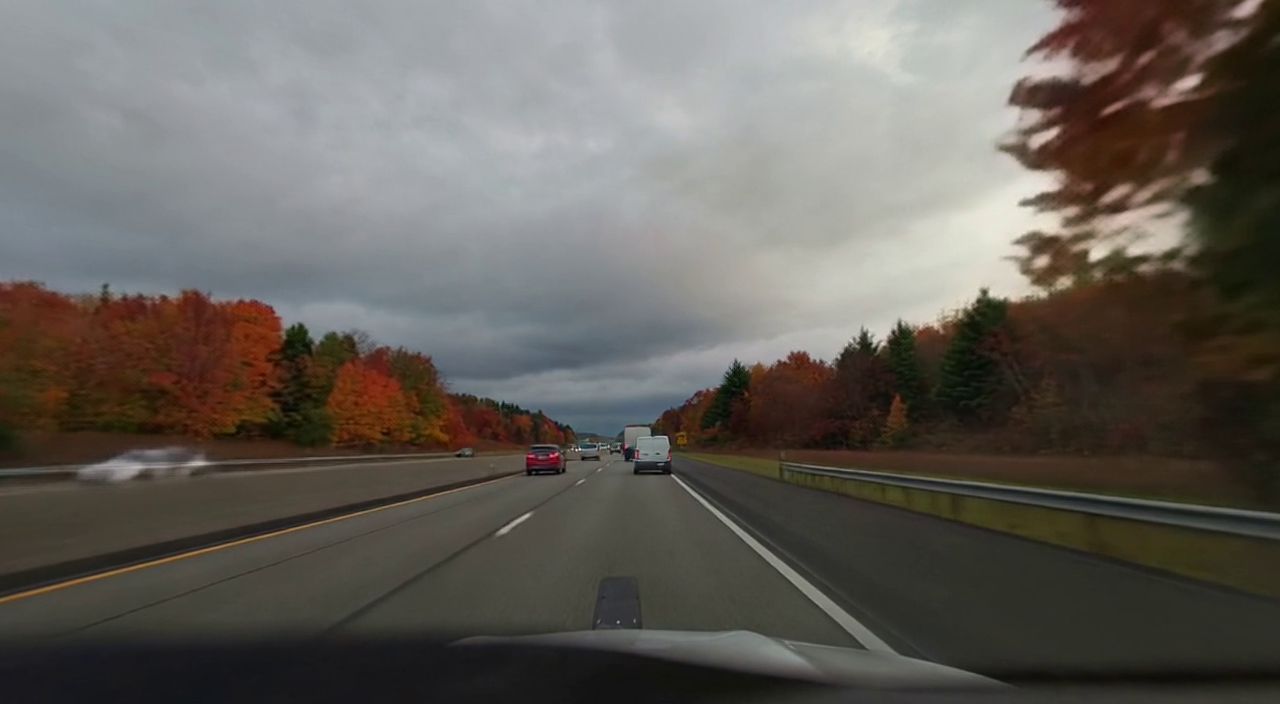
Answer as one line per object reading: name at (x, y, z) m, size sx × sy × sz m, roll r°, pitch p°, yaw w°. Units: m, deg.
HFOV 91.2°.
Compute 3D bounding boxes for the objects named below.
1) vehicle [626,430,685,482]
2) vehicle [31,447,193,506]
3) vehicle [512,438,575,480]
vehicle at (0.518, 4.232, 25.666) m, size 2.179 × 1.930 × 4.538 m, roll 0°, pitch -9°, yaw -1°
vehicle at (-16.944, 3.974, 20.422) m, size 1.801 × 1.691 × 3.919 m, roll 0°, pitch -9°, yaw 0°
vehicle at (-4.152, 4.707, 27.694) m, size 2.088 × 1.688 × 4.365 m, roll 0°, pitch -9°, yaw 0°
